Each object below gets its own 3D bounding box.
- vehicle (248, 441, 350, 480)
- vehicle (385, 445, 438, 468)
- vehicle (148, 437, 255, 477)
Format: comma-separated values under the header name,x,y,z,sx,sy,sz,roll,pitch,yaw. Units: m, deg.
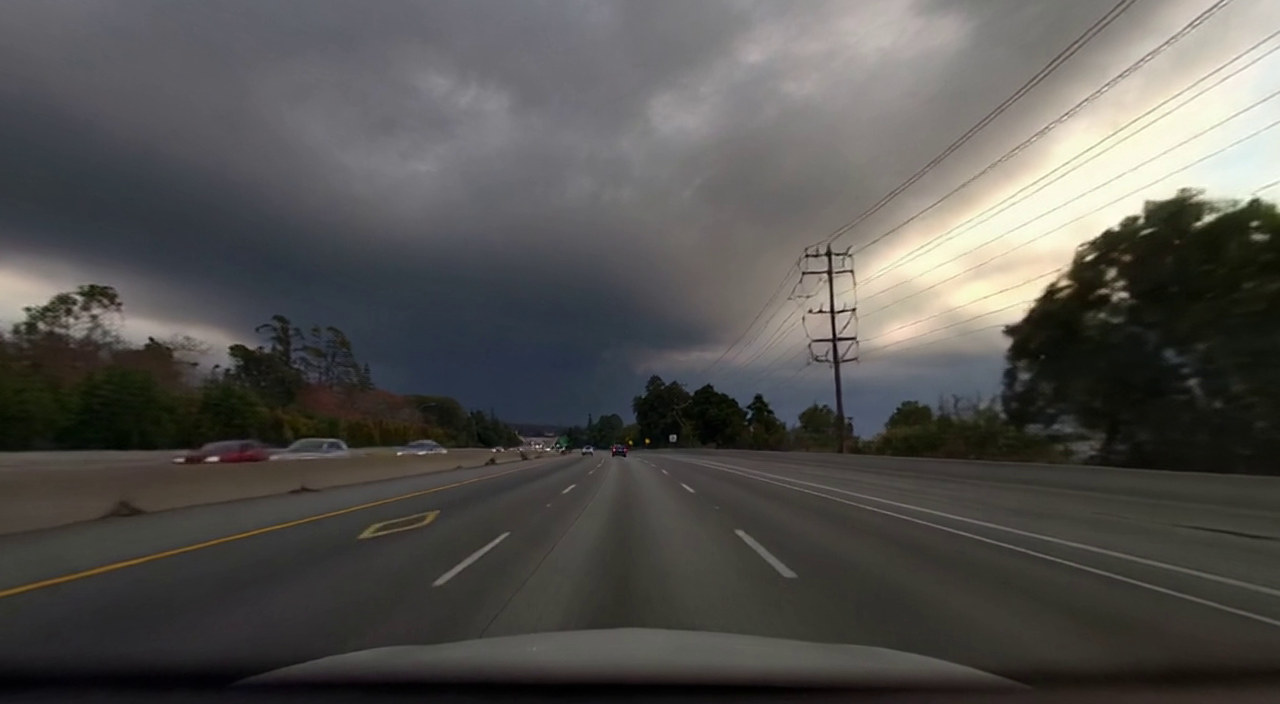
name,x,y,z,sx,sy,sz,roll,pitch,yaw
vehicle,-14.346,4.576,26.917,1.948,1.531,4.456,0,-9,-1
vehicle,-15.048,6.910,41.930,1.914,1.477,4.524,0,-9,-1
vehicle,-18.540,4.446,26.934,1.778,1.562,3.903,0,-9,-1
